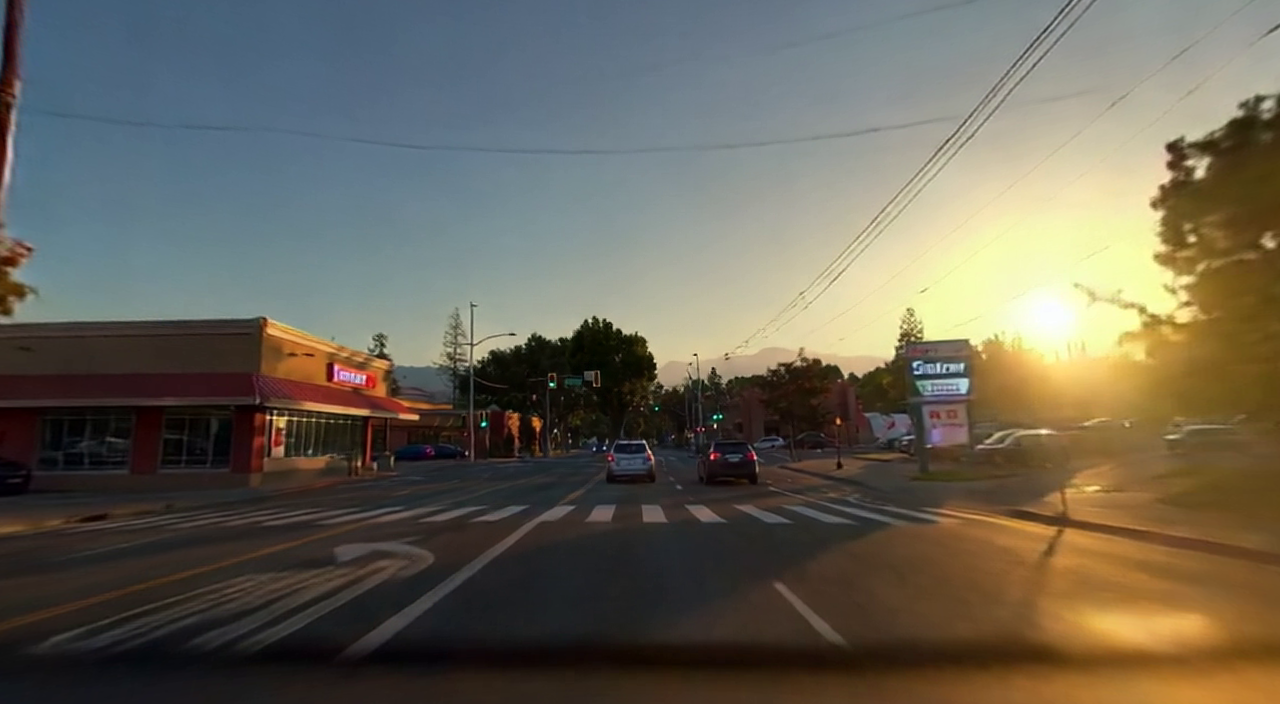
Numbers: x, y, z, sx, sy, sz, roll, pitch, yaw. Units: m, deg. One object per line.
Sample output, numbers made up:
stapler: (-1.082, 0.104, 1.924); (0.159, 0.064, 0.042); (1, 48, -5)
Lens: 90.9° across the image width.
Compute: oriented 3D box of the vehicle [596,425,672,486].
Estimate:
vehicle: (-0.229, 3.975, 24.553); (2.638, 2.065, 5.313); (0, -8, 0)

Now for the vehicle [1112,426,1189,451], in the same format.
vehicle: (35.077, 5.988, 43.475); (1.817, 1.548, 4.050); (-2, -9, -1)

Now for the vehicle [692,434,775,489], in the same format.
vehicle: (3.293, 3.966, 23.260); (2.276, 1.787, 4.630); (0, -8, -1)

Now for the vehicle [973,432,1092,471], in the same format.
vehicle: (16.572, 4.195, 26.710); (3.880, 1.538, 1.862); (1, -8, -8)

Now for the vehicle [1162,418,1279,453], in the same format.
vehicle: (30.690, 4.440, 33.347); (2.231, 1.749, 4.411); (0, -8, -2)
